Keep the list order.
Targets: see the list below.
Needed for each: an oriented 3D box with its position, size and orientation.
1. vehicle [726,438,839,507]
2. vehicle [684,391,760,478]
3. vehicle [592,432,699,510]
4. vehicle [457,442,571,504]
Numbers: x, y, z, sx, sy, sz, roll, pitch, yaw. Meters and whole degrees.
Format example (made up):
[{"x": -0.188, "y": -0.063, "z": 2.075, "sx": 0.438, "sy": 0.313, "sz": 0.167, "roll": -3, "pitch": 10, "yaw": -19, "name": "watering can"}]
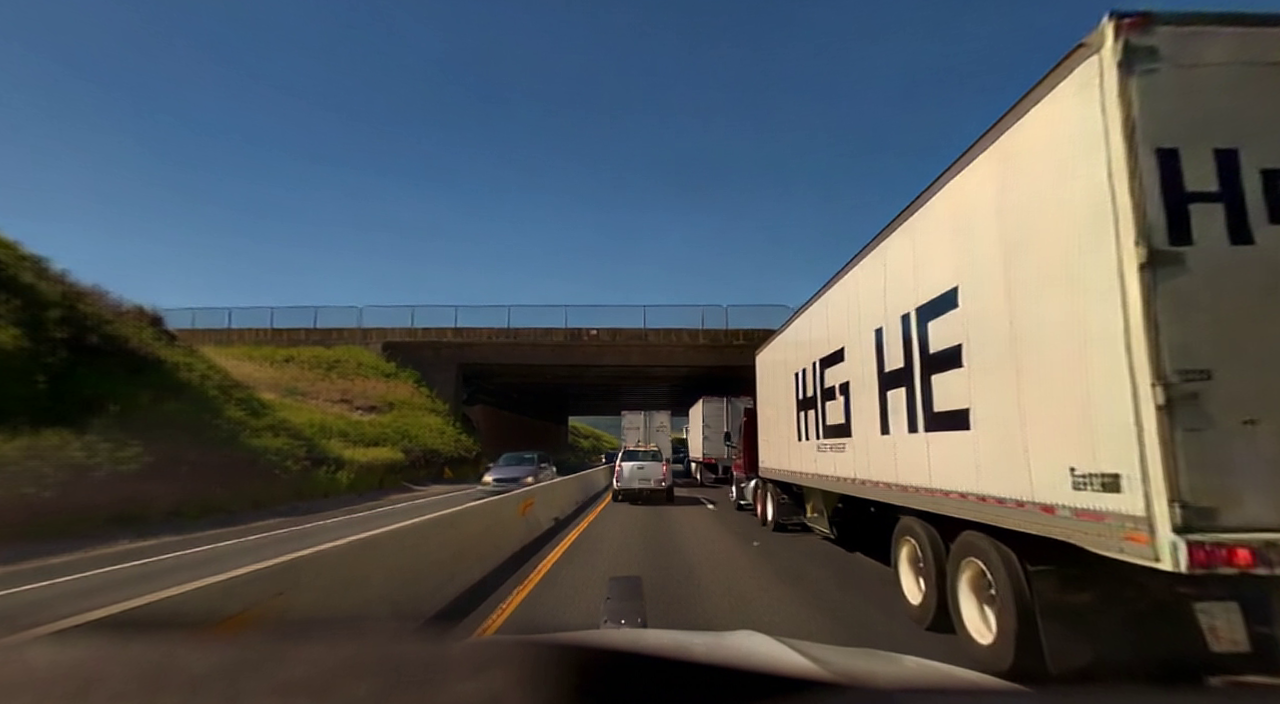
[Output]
[{"x": 3.449, "y": 2.999, "z": 16.071, "sx": 1.972, "sy": 1.505, "sz": 3.946, "roll": -1, "pitch": -9, "yaw": 0, "name": "vehicle"}, {"x": 4.015, "y": 4.296, "z": 32.310, "sx": 2.948, "sy": 3.974, "sz": 6.480, "roll": -1, "pitch": -9, "yaw": 0, "name": "vehicle"}, {"x": 0.168, "y": 2.853, "z": 15.504, "sx": 2.256, "sy": 1.615, "sz": 4.114, "roll": -1, "pitch": -9, "yaw": 2, "name": "vehicle"}, {"x": -3.318, "y": 3.302, "z": 17.586, "sx": 2.091, "sy": 1.489, "sz": 4.397, "roll": -1, "pitch": -9, "yaw": 3, "name": "vehicle"}]
